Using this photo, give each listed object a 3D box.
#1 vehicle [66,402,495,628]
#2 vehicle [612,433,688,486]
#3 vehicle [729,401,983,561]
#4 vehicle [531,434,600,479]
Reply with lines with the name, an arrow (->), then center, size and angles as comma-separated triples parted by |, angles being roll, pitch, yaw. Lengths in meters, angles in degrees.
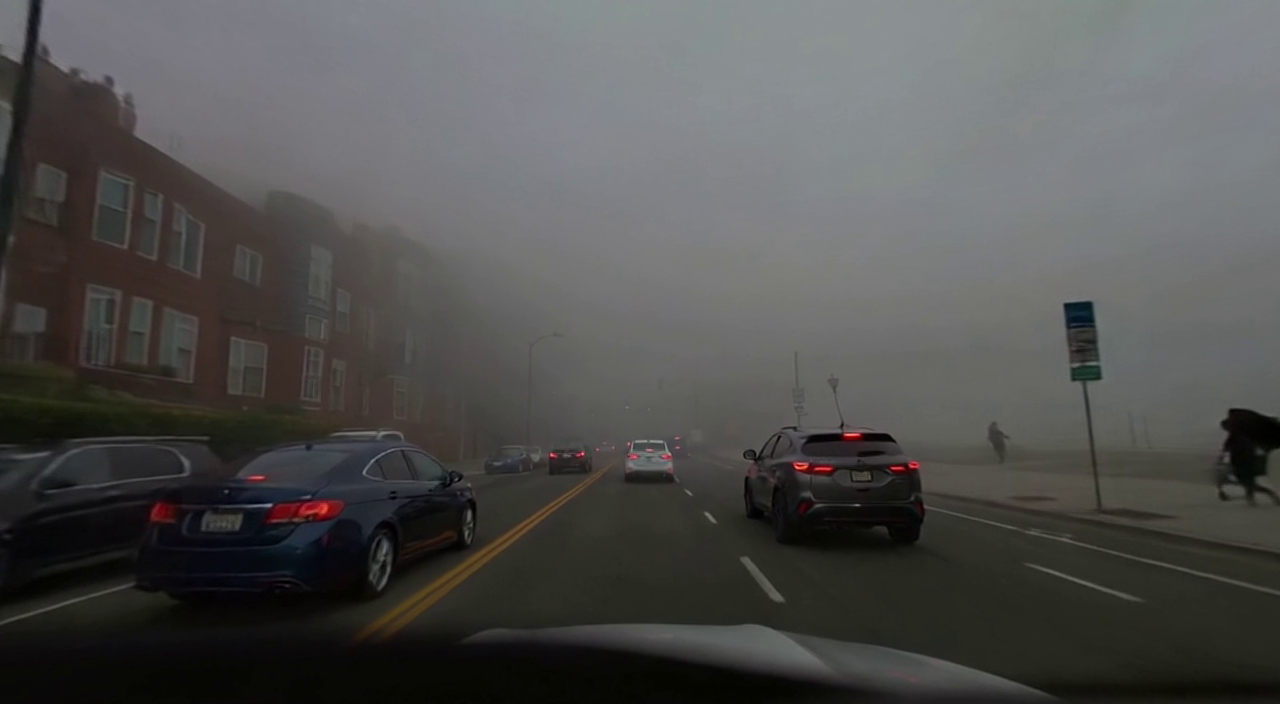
vehicle -> -3.084, 1.482, 6.633 | 2.085, 1.619, 3.976 | -1, -8, 1
vehicle -> 0.270, 3.359, 19.928 | 2.139, 1.466, 4.373 | 0, -8, 0
vehicle -> 2.657, 1.724, 9.097 | 2.094, 1.709, 4.394 | 0, -8, 0
vehicle -> -2.751, 3.987, 24.291 | 2.019, 1.507, 4.643 | 0, -8, 1
